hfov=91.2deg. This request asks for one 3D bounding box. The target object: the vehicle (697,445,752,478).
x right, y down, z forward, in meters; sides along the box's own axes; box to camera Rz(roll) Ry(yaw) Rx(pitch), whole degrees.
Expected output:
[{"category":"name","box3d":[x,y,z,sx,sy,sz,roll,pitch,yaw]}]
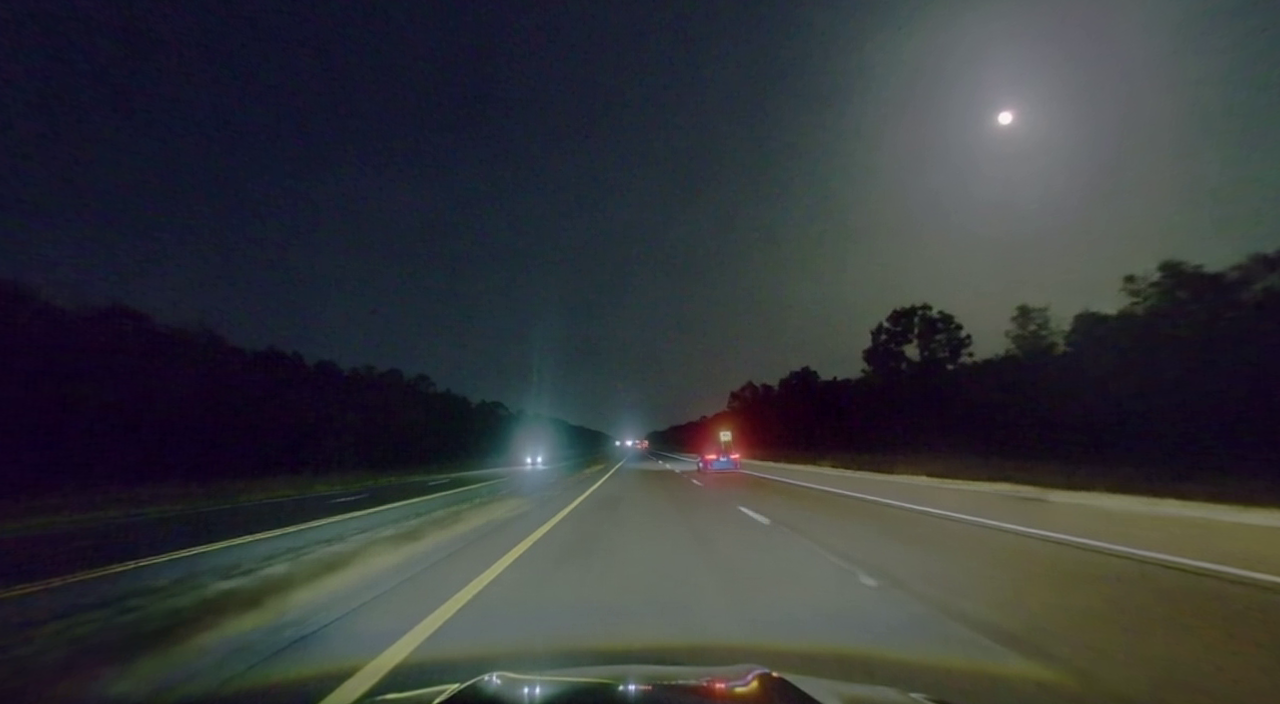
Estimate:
[{"category":"vehicle","box3d":[4.023,5.273,30.463,1.981,1.440,4.125,0,-9,-1]}]
